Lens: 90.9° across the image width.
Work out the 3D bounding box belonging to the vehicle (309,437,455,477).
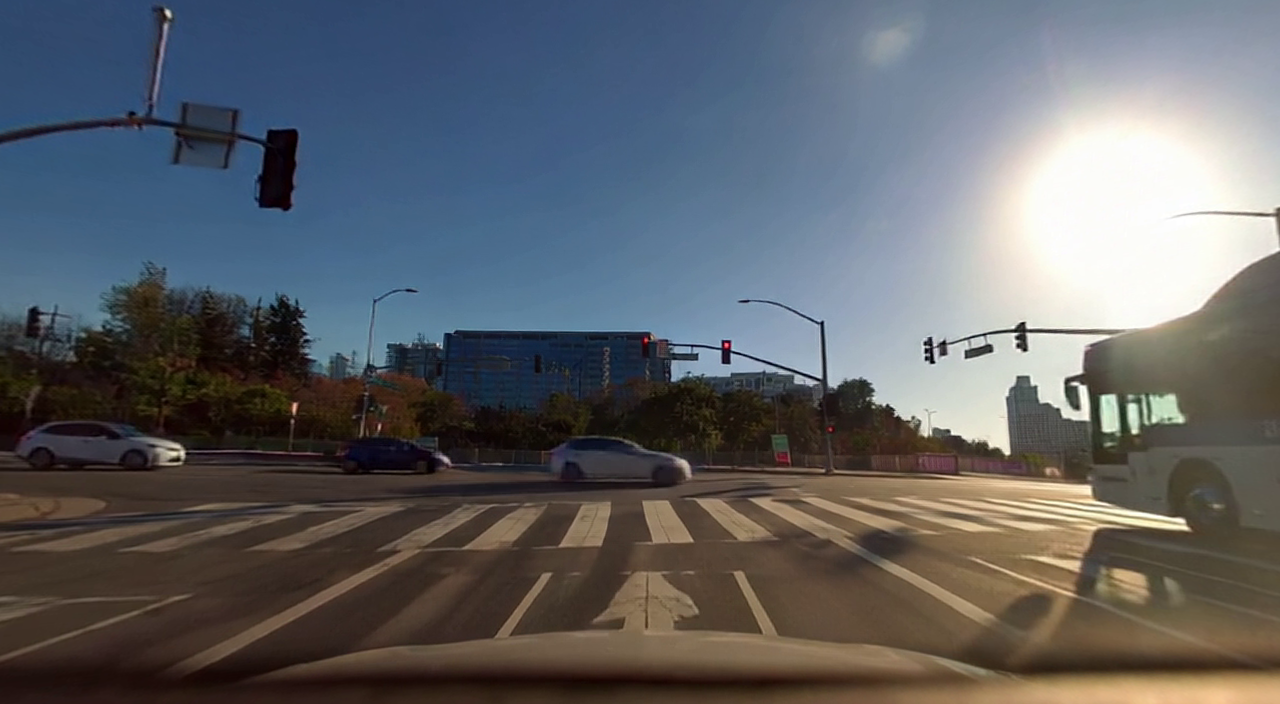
[{"bbox_3d":[-10.212,4.180,25.398,5.203,1.488,1.907,3,-9,-18],"label":"vehicle"}]

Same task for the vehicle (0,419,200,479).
[{"bbox_3d":[-16.775,2.996,19.570,4.626,1.710,1.891,3,-9,-18],"label":"vehicle"}]

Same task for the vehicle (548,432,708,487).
[{"bbox_3d":[-0.407,3.627,21.270,5.014,1.675,1.906,4,-9,-18],"label":"vehicle"}]

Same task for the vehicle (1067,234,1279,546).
[{"bbox_3d":[9.574,0.151,5.895,2.916,4.009,13.397,-1,-9,5],"label":"vehicle"}]
